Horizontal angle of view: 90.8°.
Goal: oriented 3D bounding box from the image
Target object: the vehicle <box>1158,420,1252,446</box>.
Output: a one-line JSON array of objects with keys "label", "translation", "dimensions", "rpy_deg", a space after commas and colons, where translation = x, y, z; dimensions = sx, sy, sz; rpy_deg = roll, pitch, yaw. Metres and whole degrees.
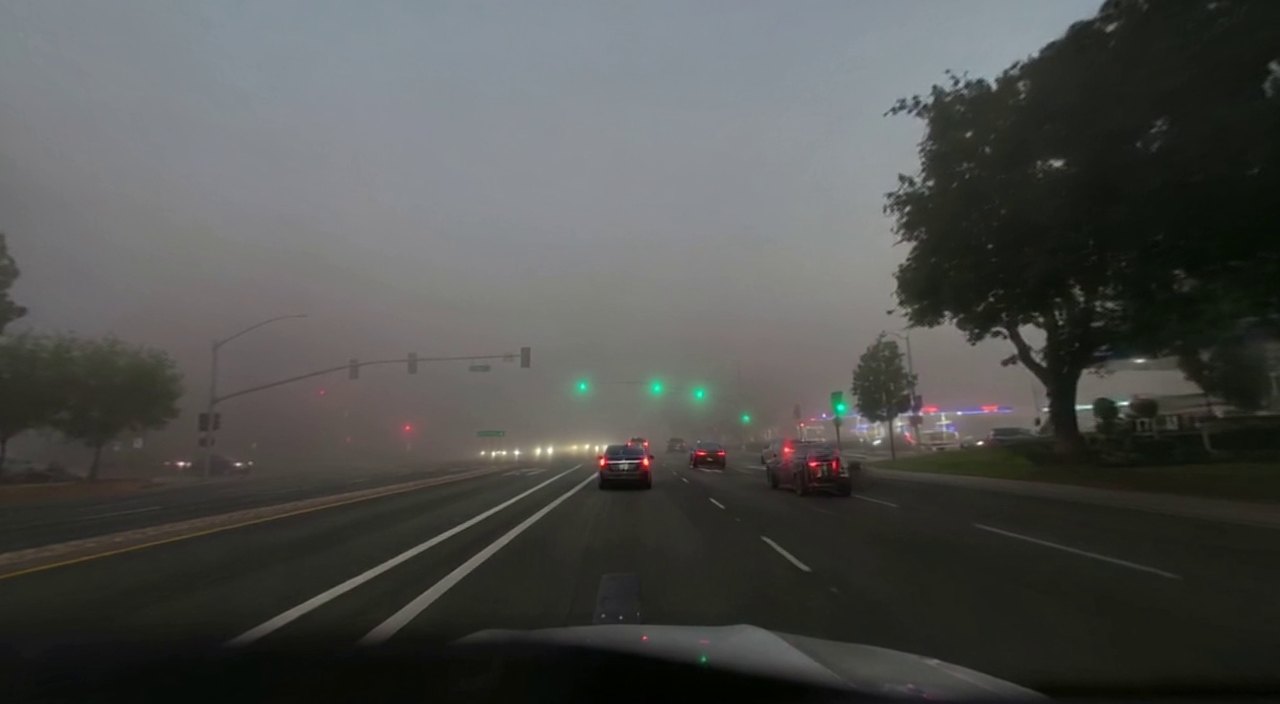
[{"label": "vehicle", "translation": [37.653, 5.471, 42.243], "dimensions": [1.879, 1.650, 4.496], "rpy_deg": [1, -9, -5]}]

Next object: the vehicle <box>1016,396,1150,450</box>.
[{"label": "vehicle", "translation": [29.059, 4.855, 42.043], "dimensions": [2.940, 3.265, 7.968], "rpy_deg": [0, -9, -1]}]

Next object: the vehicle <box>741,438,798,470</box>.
[{"label": "vehicle", "translation": [6.388, 5.097, 31.685], "dimensions": [1.890, 1.489, 4.396], "rpy_deg": [0, -8, -1]}]

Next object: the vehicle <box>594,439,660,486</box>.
[{"label": "vehicle", "translation": [-0.399, 3.715, 21.540], "dimensions": [2.040, 1.451, 3.736], "rpy_deg": [0, -8, 0]}]
